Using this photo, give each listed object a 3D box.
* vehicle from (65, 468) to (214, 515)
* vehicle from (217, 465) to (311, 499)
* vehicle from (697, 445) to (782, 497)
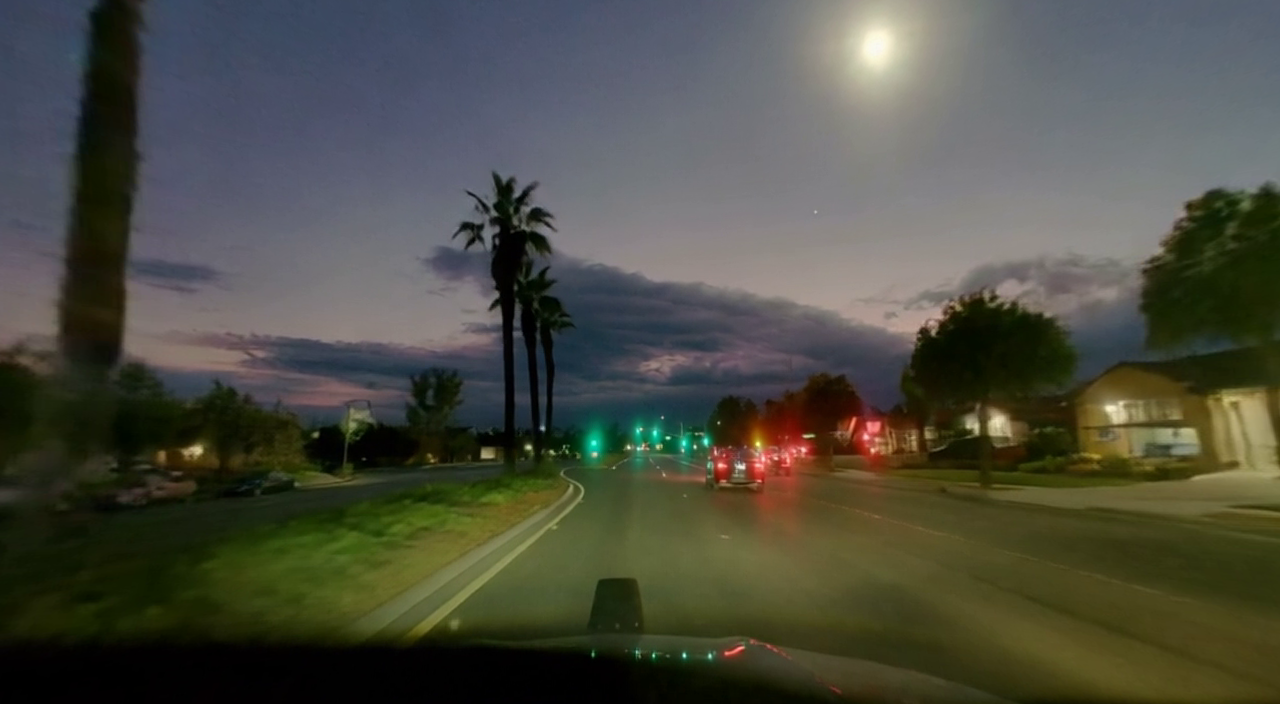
[{"bbox_3d":[-19.141,5.344,24.547,1.836,1.476,4.950,0,-9,-1],"label":"vehicle"},{"bbox_3d":[-19.167,6.600,32.466,1.897,1.482,4.707,0,-9,0],"label":"vehicle"},{"bbox_3d":[3.088,3.819,20.640,1.989,1.492,4.689,0,-9,0],"label":"vehicle"}]
